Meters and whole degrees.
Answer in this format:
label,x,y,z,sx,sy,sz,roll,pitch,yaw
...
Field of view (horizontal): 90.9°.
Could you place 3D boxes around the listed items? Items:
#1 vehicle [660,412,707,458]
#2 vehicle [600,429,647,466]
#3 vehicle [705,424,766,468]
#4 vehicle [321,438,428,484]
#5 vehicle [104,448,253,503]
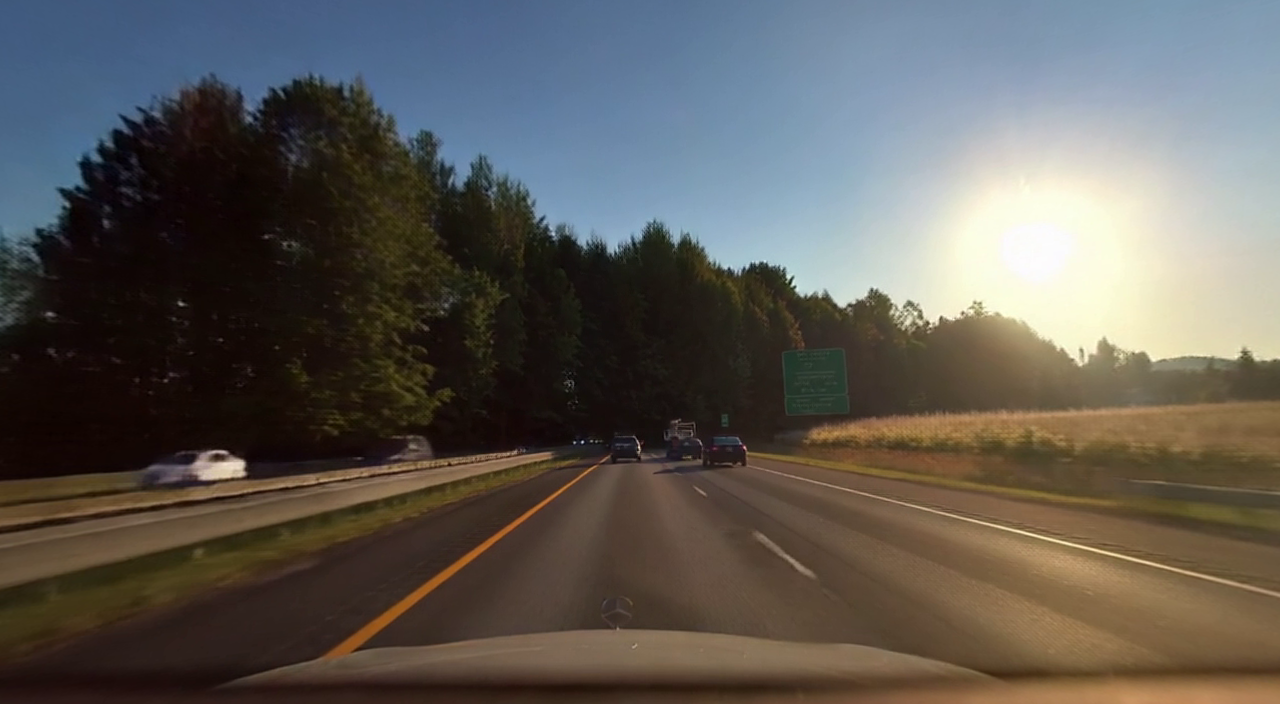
label,x,y,z,sx,sy,sz,roll,pitch,yaw
vehicle,3.029,6.058,45.884,2.728,3.053,7.708,0,-8,-1
vehicle,-0.819,4.744,31.582,2.206,1.681,4.111,0,-8,-1
vehicle,4.375,4.379,29.668,2.073,1.905,4.023,0,-8,-3
vehicle,-9.776,3.995,23.629,2.163,1.522,4.269,0,-8,0
vehicle,-14.043,3.737,19.492,1.806,1.418,3.732,0,-8,-1
